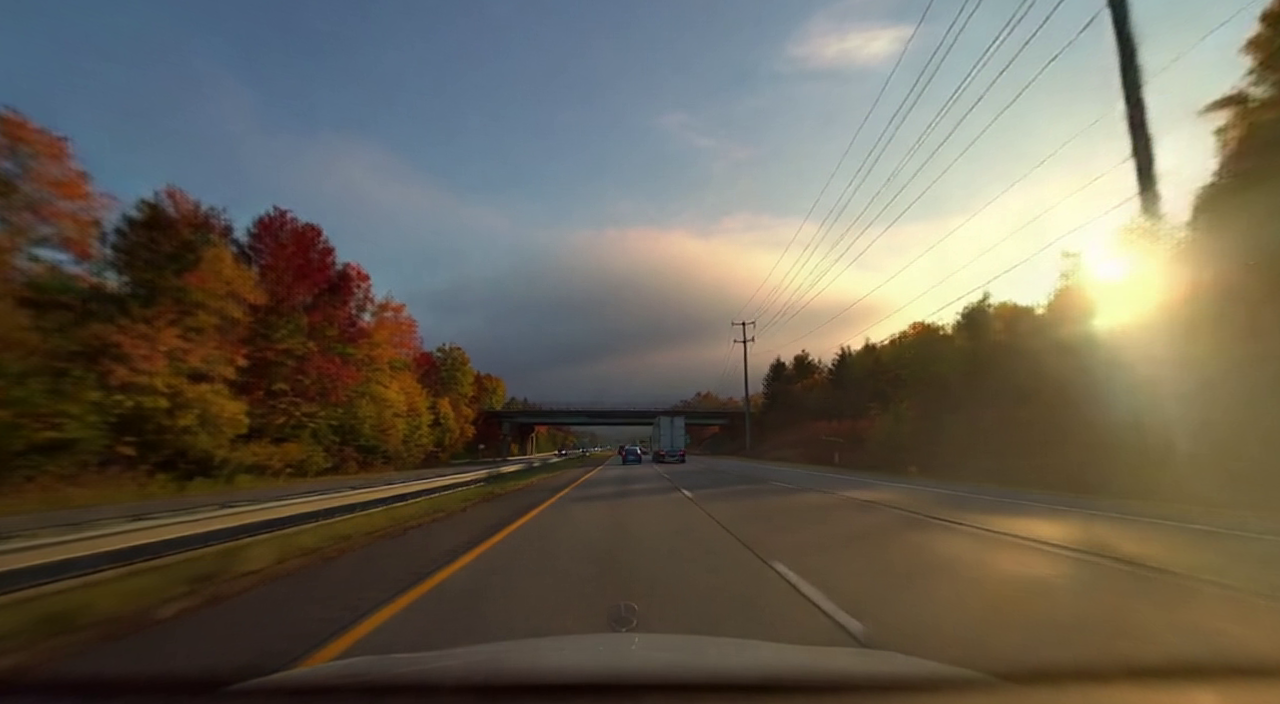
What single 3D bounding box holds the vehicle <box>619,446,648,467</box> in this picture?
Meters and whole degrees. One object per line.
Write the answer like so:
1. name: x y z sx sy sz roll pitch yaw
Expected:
1. vehicle: -0.495 7.409 44.598 1.961 1.454 3.755 0 -9 -2
